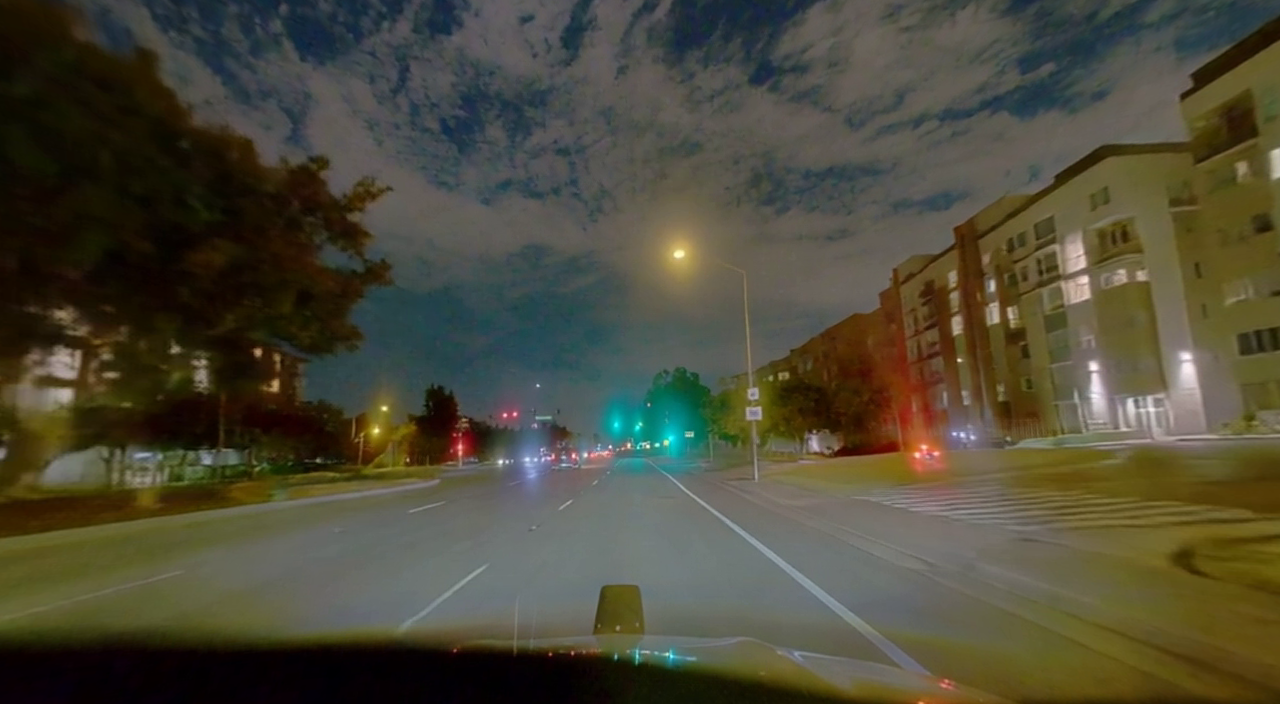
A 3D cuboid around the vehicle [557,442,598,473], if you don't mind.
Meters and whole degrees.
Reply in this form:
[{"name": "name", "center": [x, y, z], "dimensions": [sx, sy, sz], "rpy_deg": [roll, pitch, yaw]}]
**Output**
[{"name": "vehicle", "center": [-3.607, 6.176, 37.178], "dimensions": [1.959, 1.741, 4.141], "rpy_deg": [0, -9, 1]}]
